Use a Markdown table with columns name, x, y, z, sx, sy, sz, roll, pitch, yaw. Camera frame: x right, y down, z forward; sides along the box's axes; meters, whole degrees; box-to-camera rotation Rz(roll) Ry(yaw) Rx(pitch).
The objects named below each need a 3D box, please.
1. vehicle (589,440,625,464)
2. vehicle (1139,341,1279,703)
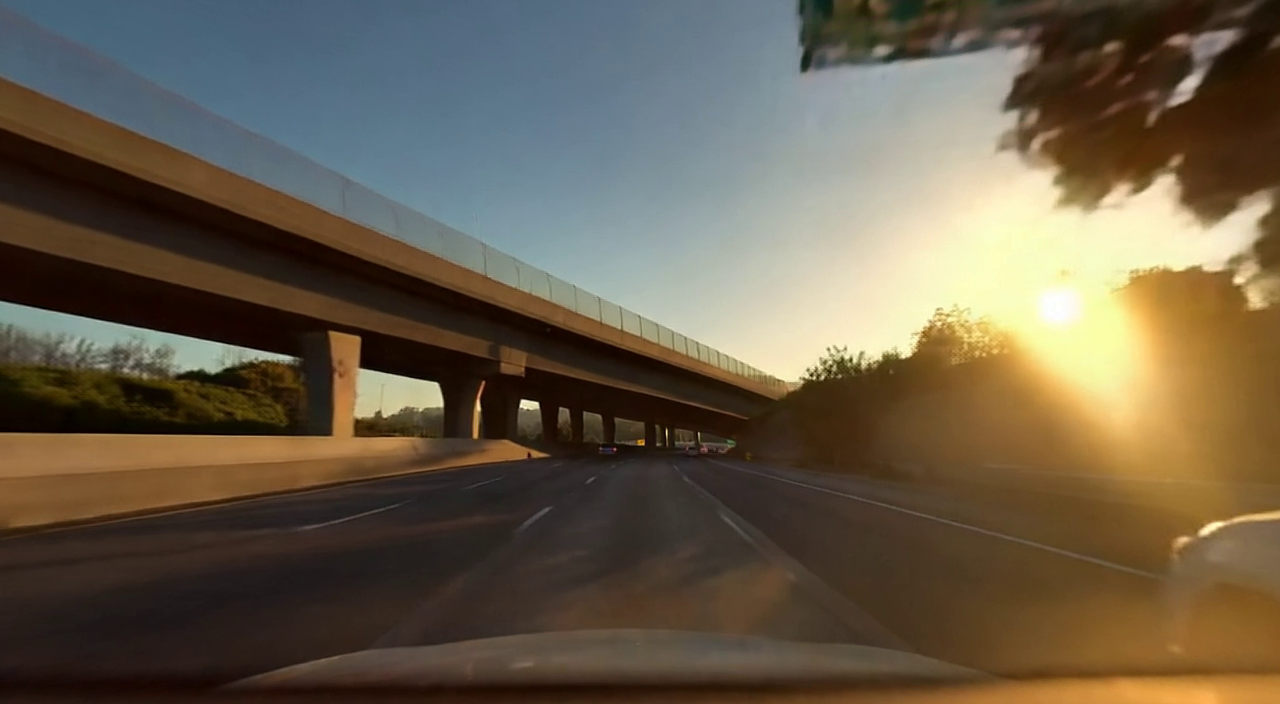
| name | x | y | z | sx | sy | sz | roll | pitch | yaw |
| --- | --- | --- | --- | --- | --- | --- | --- | --- | --- |
| vehicle | -2.249 | 7.005 | 44.269 | 2.088 | 1.565 | 4.410 | -1 | -8 | 3 |
| vehicle | 3.672 | 0.599 | 1.068 | 2.090 | 1.715 | 4.228 | 0 | -8 | -1 |
